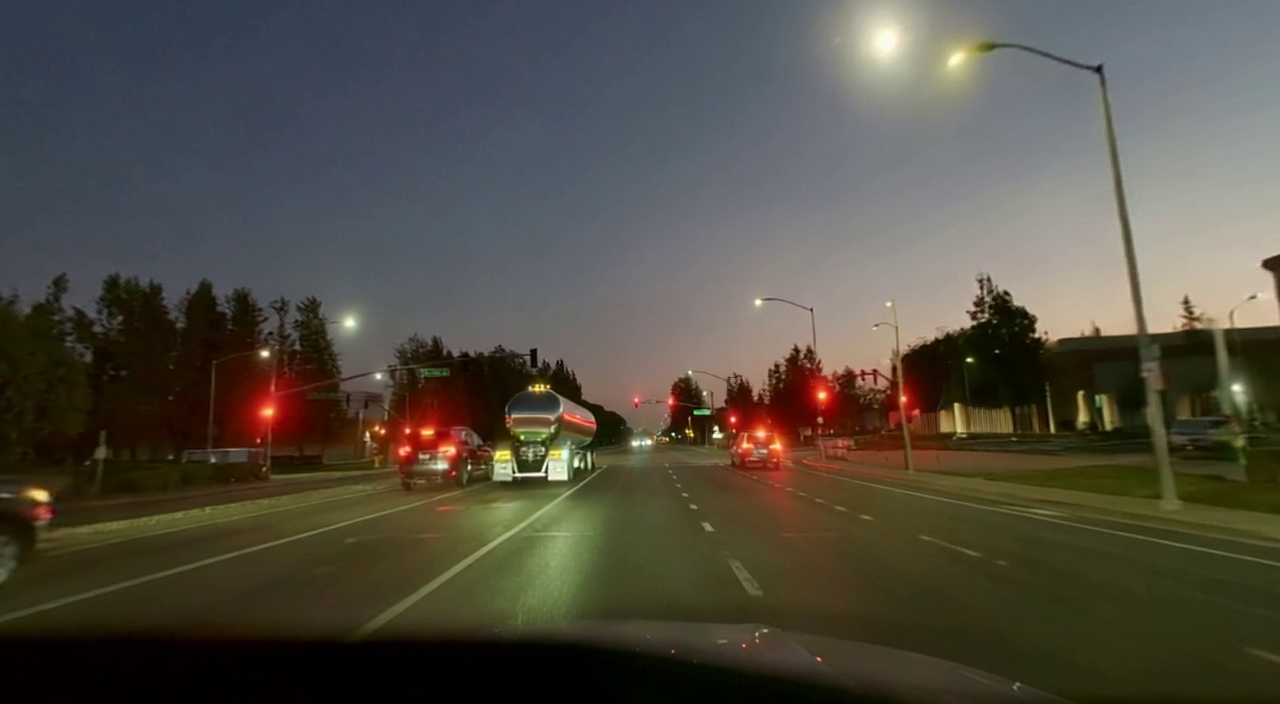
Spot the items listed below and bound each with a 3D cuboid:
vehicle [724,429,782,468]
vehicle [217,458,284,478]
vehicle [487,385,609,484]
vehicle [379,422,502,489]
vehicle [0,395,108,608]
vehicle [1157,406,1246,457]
[{"bbox_3d":[5.914,5.139,33.725,2.093,1.926,4.749,0,-8,-2],"label":"vehicle"},{"bbox_3d":[-30.704,9.125,49.697,4.507,1.470,1.816,-2,-8,15],"label":"vehicle"},{"bbox_3d":[-3.148,3.566,26.676,2.841,3.004,14.901,0,-8,0],"label":"vehicle"},{"bbox_3d":[-6.582,3.495,21.657,2.375,1.989,5.497,0,-8,0],"label":"vehicle"},{"bbox_3d":[-6.420,1.045,3.871,2.179,1.750,4.621,0,-8,1],"label":"vehicle"},{"bbox_3d":[23.255,3.359,26.168,2.380,1.890,5.620,-7,-11,41],"label":"vehicle"}]
